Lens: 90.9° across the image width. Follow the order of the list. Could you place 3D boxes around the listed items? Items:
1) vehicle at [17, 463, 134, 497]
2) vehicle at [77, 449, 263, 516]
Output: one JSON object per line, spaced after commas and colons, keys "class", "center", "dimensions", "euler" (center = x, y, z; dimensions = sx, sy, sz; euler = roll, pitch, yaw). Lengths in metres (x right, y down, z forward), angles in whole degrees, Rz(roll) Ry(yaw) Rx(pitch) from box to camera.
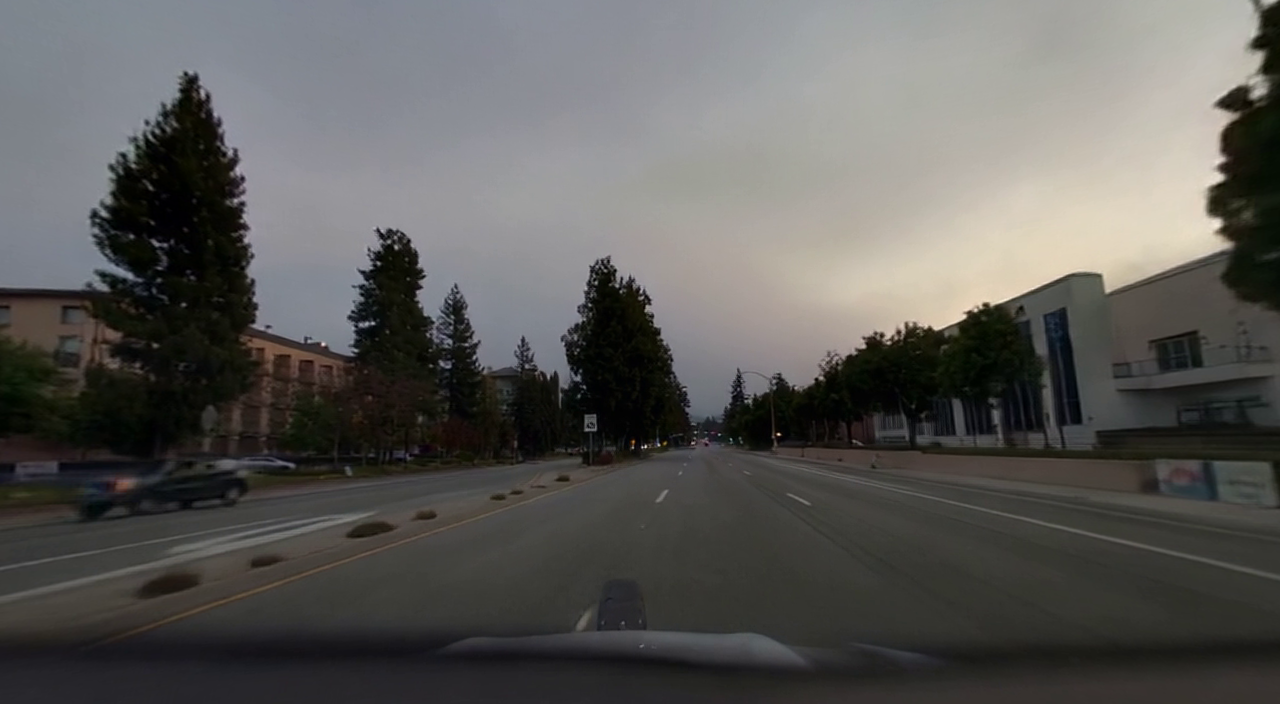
{"class": "vehicle", "center": [-26.693, 6.043, 29.871], "dimensions": [4.072, 1.439, 1.663], "euler": [-1, -8, 5]}
{"class": "vehicle", "center": [-14.163, 3.895, 19.430], "dimensions": [1.915, 1.721, 4.402], "euler": [-2, -8, 9]}
